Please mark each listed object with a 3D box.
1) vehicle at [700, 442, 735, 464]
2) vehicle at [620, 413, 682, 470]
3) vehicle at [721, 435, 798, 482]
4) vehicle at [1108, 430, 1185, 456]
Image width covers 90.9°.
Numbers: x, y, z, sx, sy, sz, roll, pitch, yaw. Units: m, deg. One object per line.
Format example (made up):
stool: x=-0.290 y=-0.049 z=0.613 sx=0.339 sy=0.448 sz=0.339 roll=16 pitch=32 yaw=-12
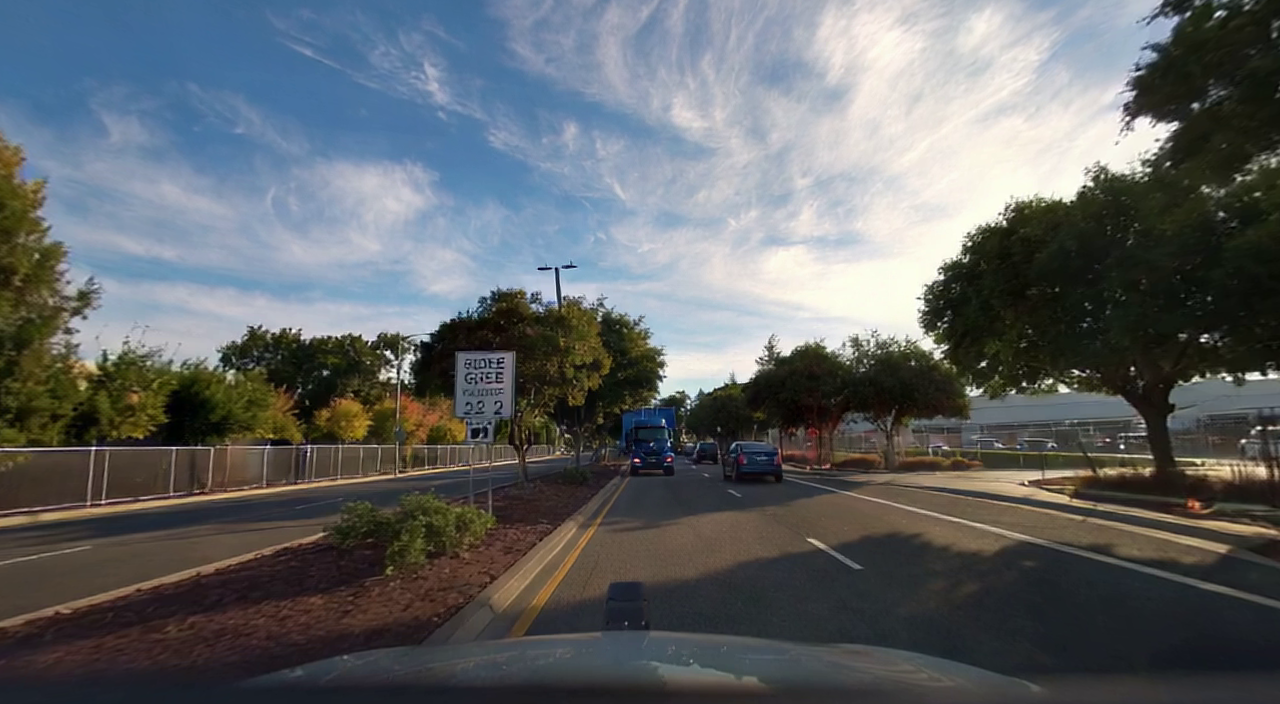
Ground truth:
vehicle: x=5.530 y=7.273 z=45.392 sx=2.018 sy=1.473 sz=4.343 roll=0 pitch=-9 yaw=1
vehicle: x=0.665 y=5.208 z=36.649 sx=3.197 sy=2.963 sz=7.055 roll=0 pitch=-9 yaw=1
vehicle: x=4.592 y=4.181 z=24.957 sx=2.151 sy=1.662 sz=4.543 roll=0 pitch=-8 yaw=0
vehicle: x=37.477 y=6.798 z=46.865 sx=2.389 sy=1.806 sz=5.792 roll=-3 pitch=-9 yaw=18
